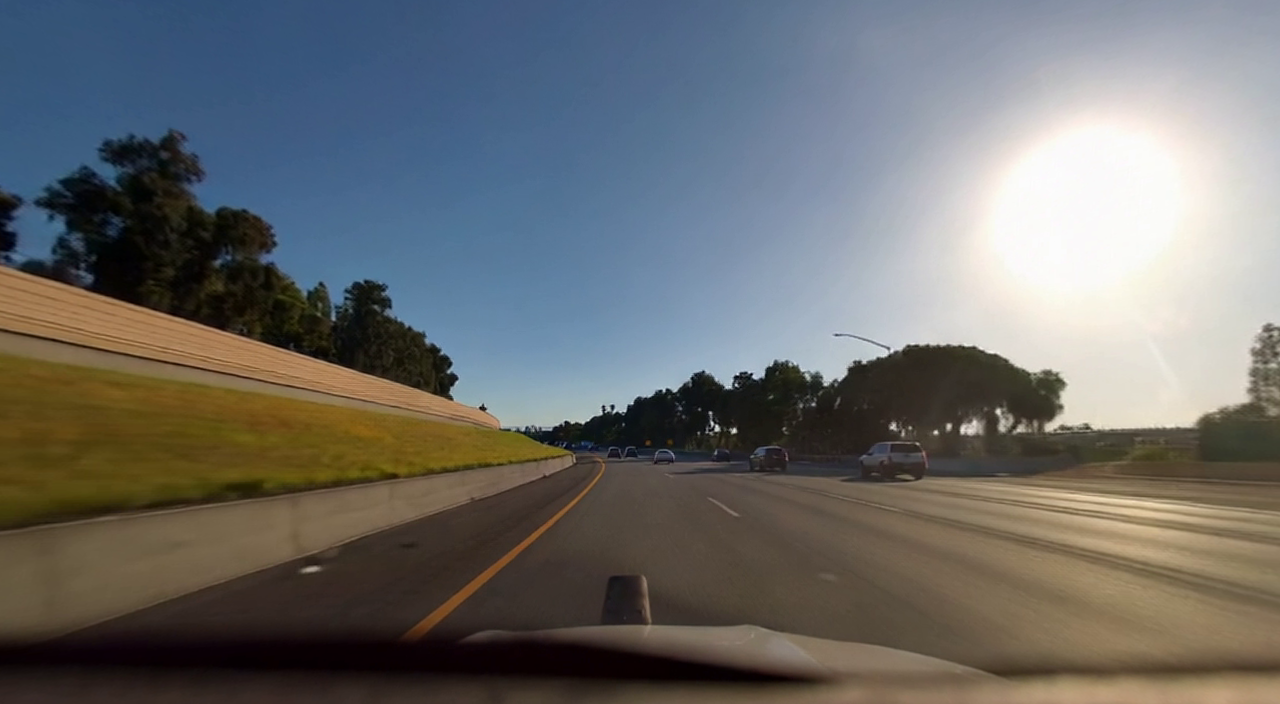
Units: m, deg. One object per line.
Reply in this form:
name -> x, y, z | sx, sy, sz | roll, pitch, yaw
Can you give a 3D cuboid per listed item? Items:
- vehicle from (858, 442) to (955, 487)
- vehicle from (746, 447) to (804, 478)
vehicle -> 10.621, 4.490, 25.402 | 1.986, 1.644, 4.126 | 0, -9, -2
vehicle -> 6.729, 5.521, 31.634 | 1.940, 1.482, 3.644 | 0, -9, -3
